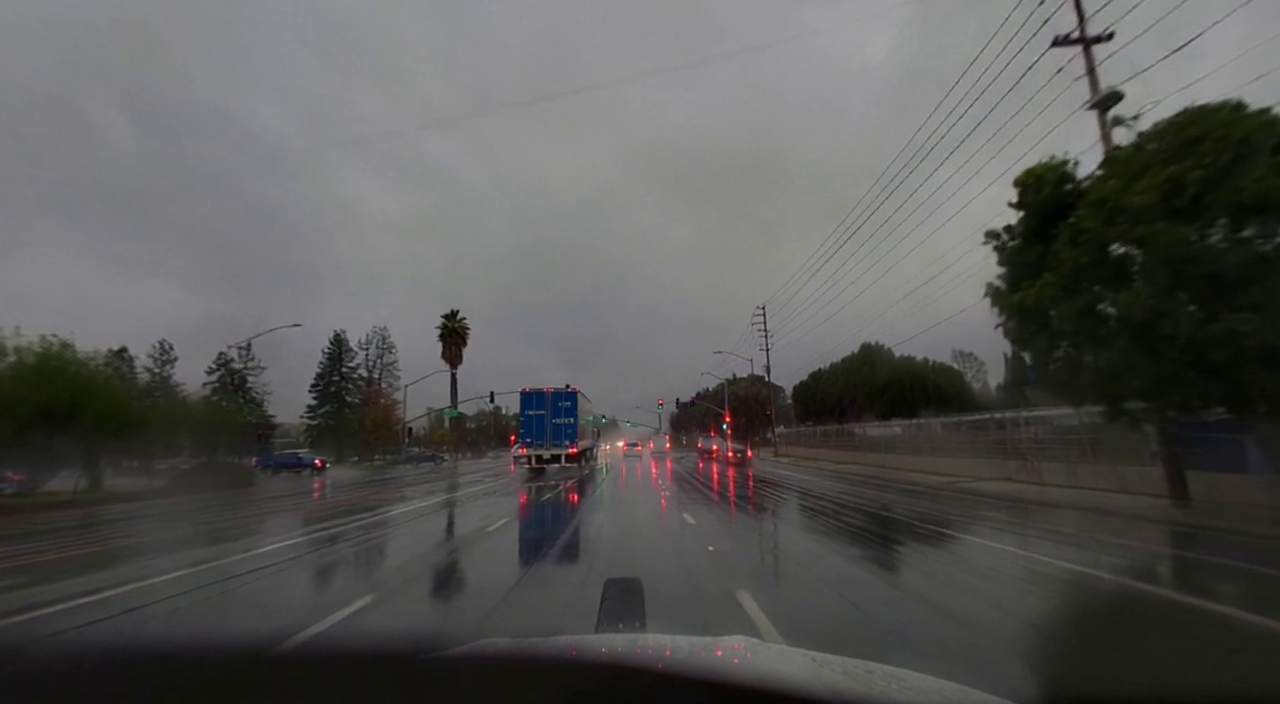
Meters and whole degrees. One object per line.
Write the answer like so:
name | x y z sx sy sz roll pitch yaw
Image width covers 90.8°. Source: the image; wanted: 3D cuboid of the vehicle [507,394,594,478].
vehicle | -3.912 3.995 29.626 2.889 3.347 8.285 0 -8 0

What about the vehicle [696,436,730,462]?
vehicle | 5.024 6.726 43.938 2.102 1.662 4.533 -1 -8 4
